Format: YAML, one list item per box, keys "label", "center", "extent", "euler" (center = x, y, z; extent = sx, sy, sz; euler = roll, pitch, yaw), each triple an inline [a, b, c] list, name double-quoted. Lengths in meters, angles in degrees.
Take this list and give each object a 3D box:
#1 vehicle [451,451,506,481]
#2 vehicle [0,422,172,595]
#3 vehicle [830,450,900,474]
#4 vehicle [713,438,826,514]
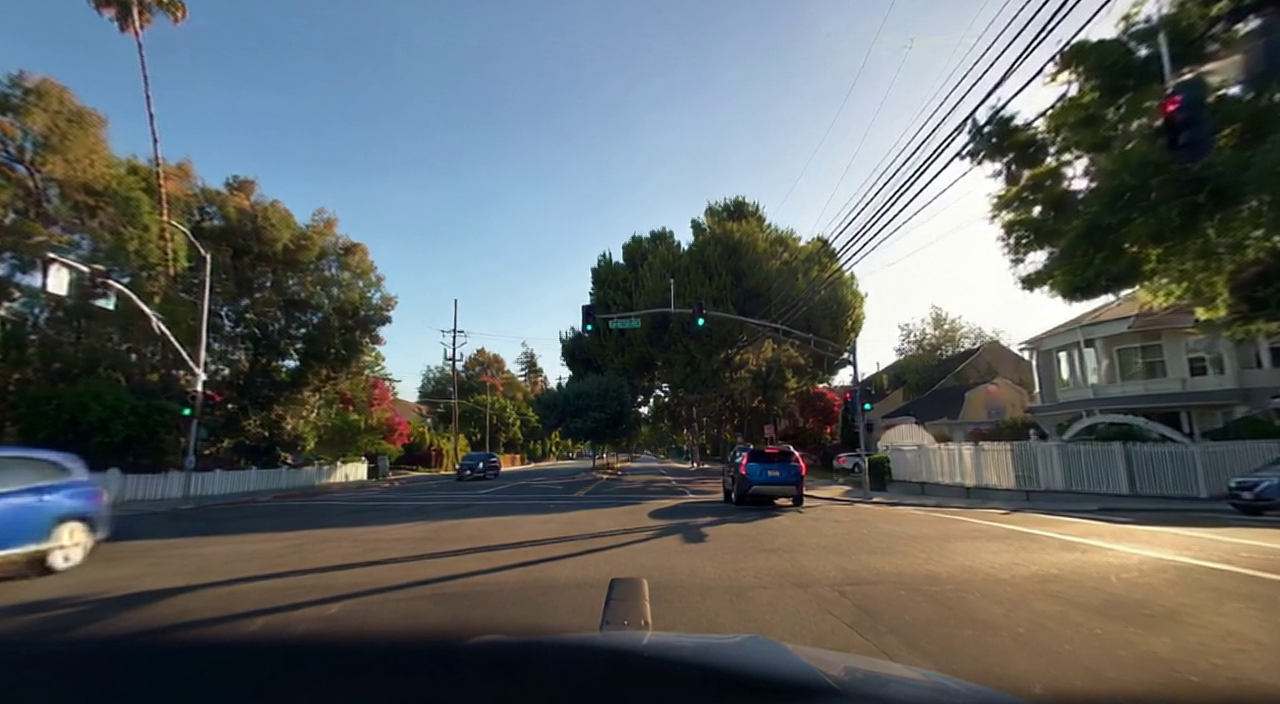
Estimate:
- label: "vehicle"
  center: [-10.072, 7.116, 39.699]
  extent: [2.241, 1.620, 4.511]
  euler: [-3, -9, 1]
- label: "vehicle"
  center: [-7.307, 1.553, 6.271]
  extent: [1.981, 1.689, 4.233]
  euler: [0, -9, 1]
- label: "vehicle"
  center: [15.579, 7.643, 43.835]
  extent: [4.135, 1.558, 1.929]
  euler: [0, -8, 3]
- label: "vehicle"
  center: [3.501, 3.451, 18.100]
  extent: [2.144, 1.843, 4.827]
  euler: [0, -9, -1]
